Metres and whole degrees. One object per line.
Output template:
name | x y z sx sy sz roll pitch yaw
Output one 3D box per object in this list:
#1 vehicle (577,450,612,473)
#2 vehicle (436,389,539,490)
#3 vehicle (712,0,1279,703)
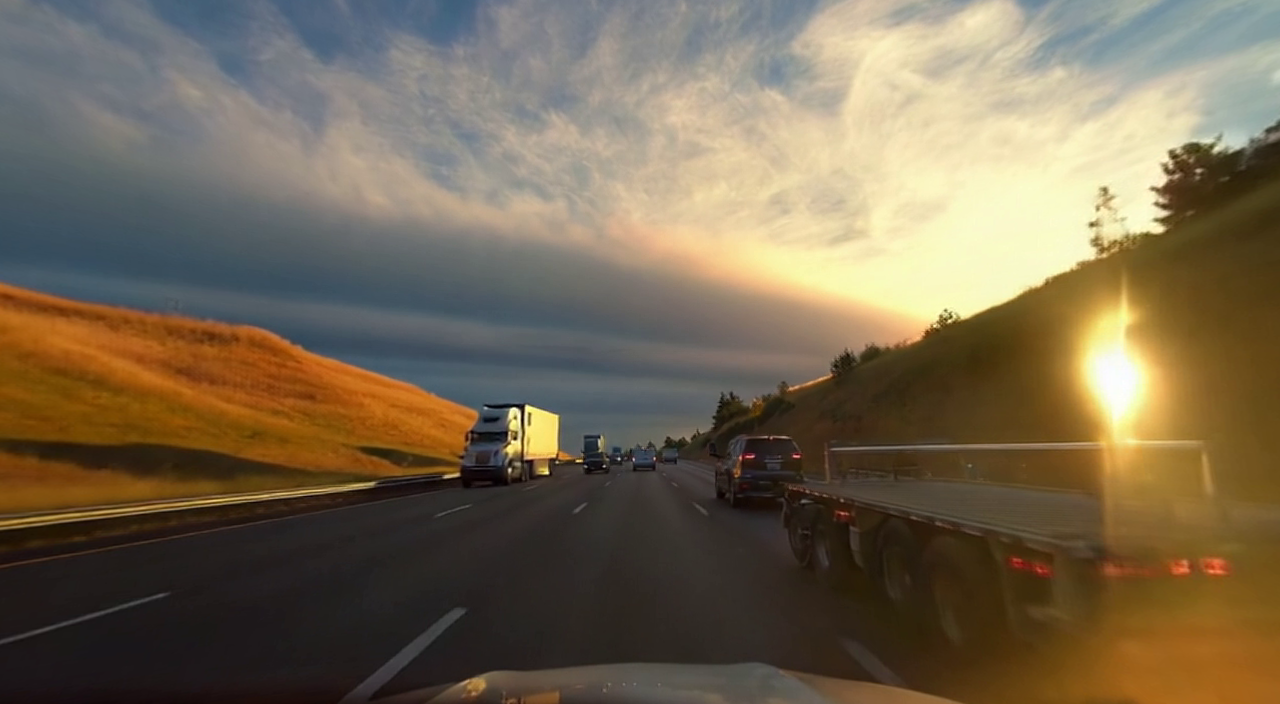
vehicle | -3.334 8.158 47.031 2.088 1.589 4.464 0 -9 2
vehicle | -6.540 3.919 28.119 3.004 3.974 5.891 0 -9 0
vehicle | 3.466 0.931 10.101 2.845 4.071 14.008 0 -9 0
